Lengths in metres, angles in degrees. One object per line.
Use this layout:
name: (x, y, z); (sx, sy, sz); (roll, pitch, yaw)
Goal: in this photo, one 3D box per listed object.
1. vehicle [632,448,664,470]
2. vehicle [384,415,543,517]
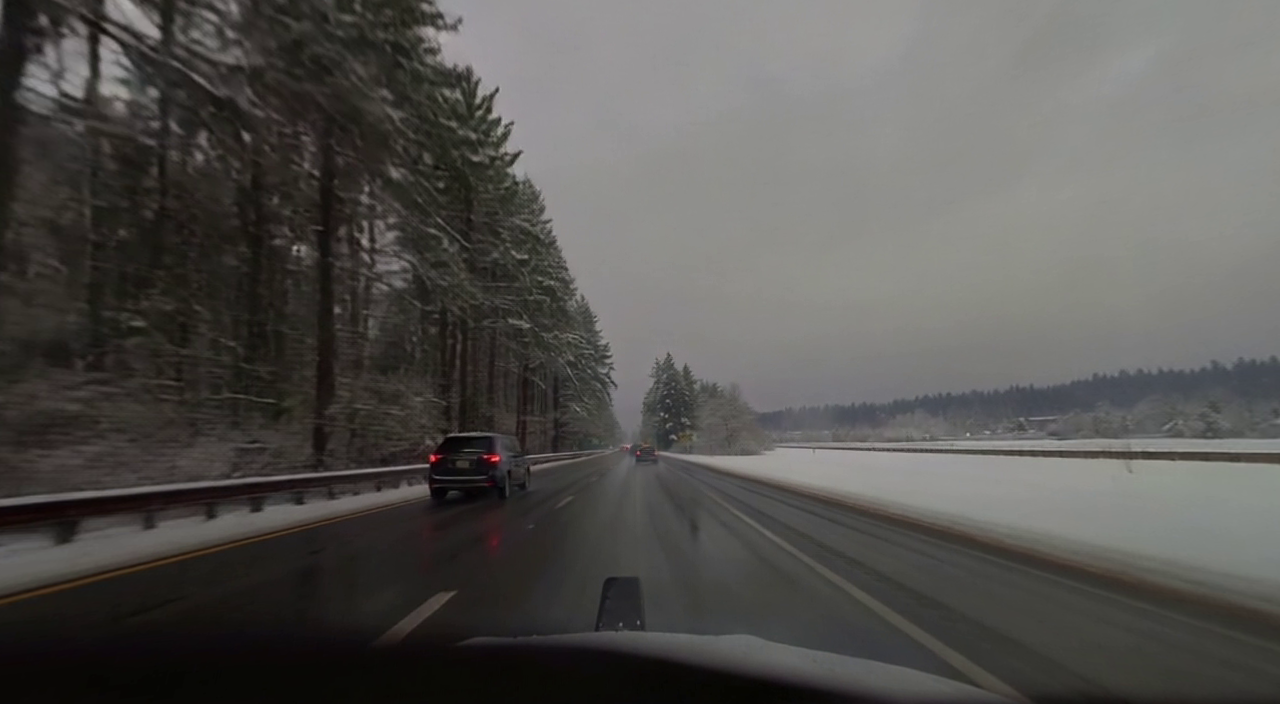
vehicle: (0.494, 7.313, 43.361); (2.046, 1.452, 4.407); (0, -9, -1)
vehicle: (-3.959, 2.692, 15.329); (2.418, 2.049, 4.930); (0, -9, 0)
